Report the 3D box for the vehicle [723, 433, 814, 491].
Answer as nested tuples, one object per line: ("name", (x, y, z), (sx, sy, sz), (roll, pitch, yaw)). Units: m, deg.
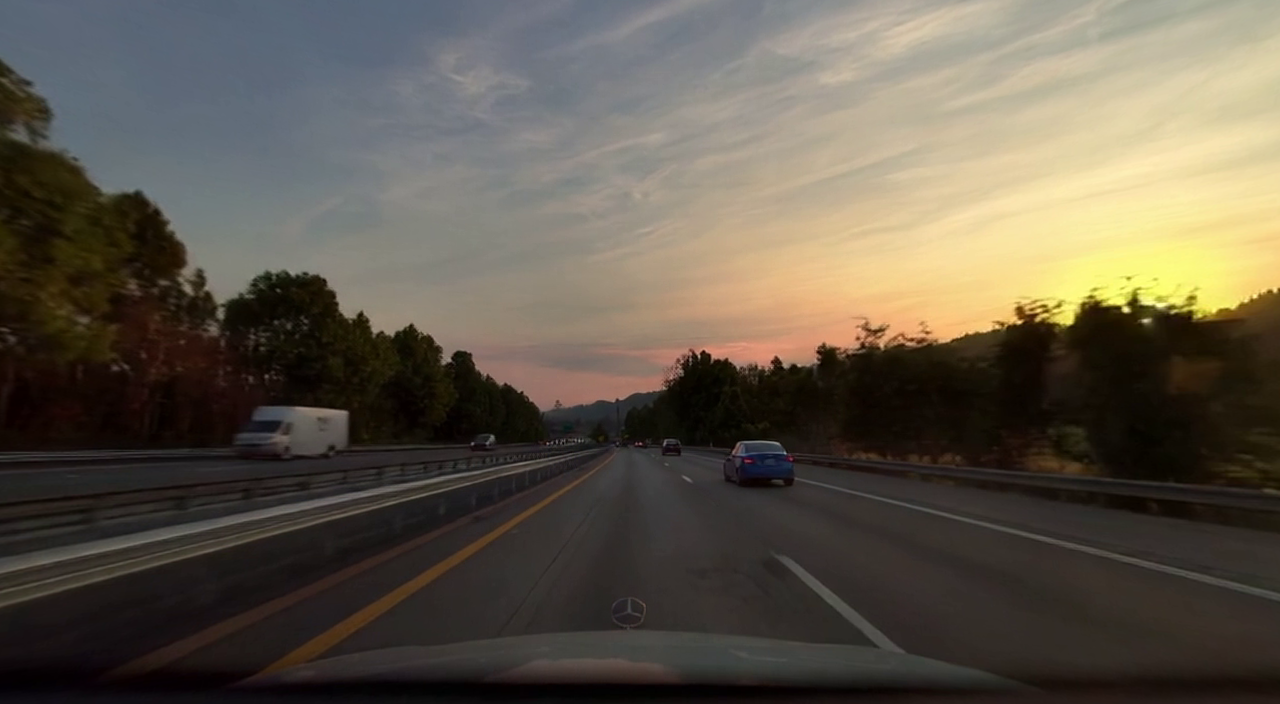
("vehicle", (3.717, 3.232, 18.822), (1.945, 1.538, 3.729), (0, -8, 0))
